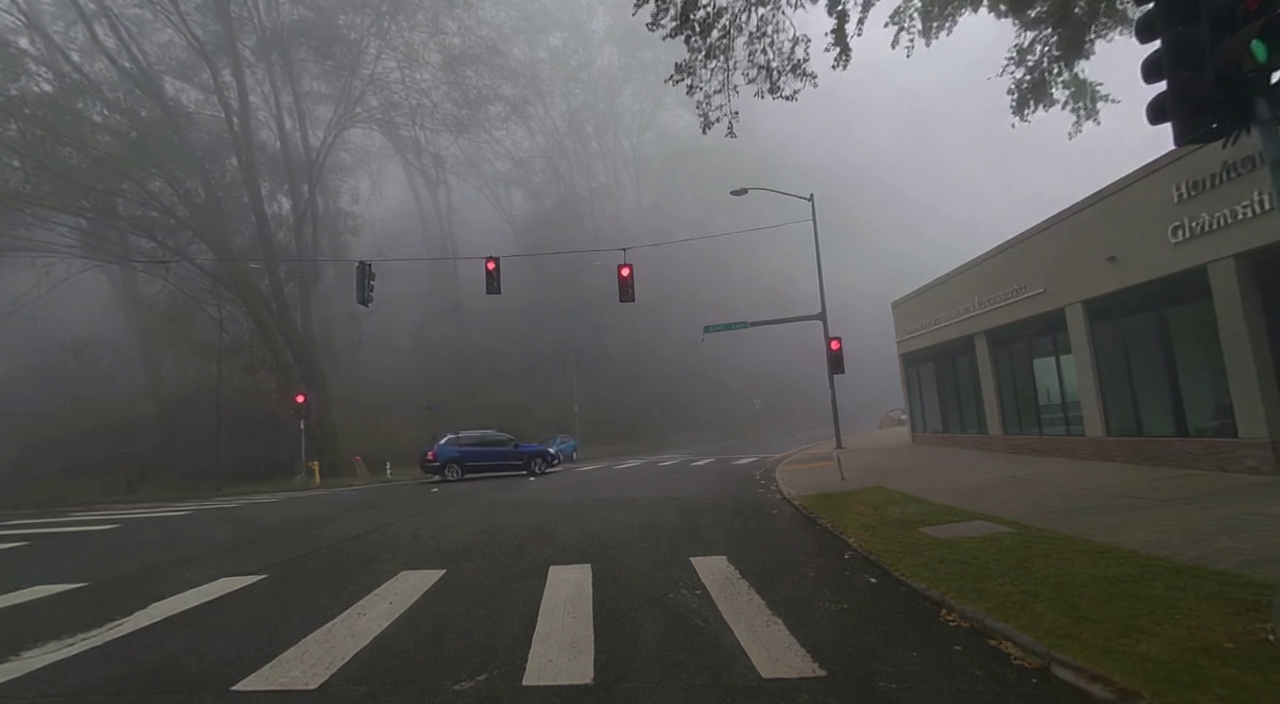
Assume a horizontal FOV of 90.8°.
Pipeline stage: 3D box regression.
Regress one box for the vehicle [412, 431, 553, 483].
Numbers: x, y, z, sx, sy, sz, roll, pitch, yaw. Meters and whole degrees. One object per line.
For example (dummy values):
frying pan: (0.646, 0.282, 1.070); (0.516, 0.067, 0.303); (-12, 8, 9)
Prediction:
vehicle: (-5.788, 3.821, 23.273); (4.715, 1.745, 2.026); (3, -9, -23)
